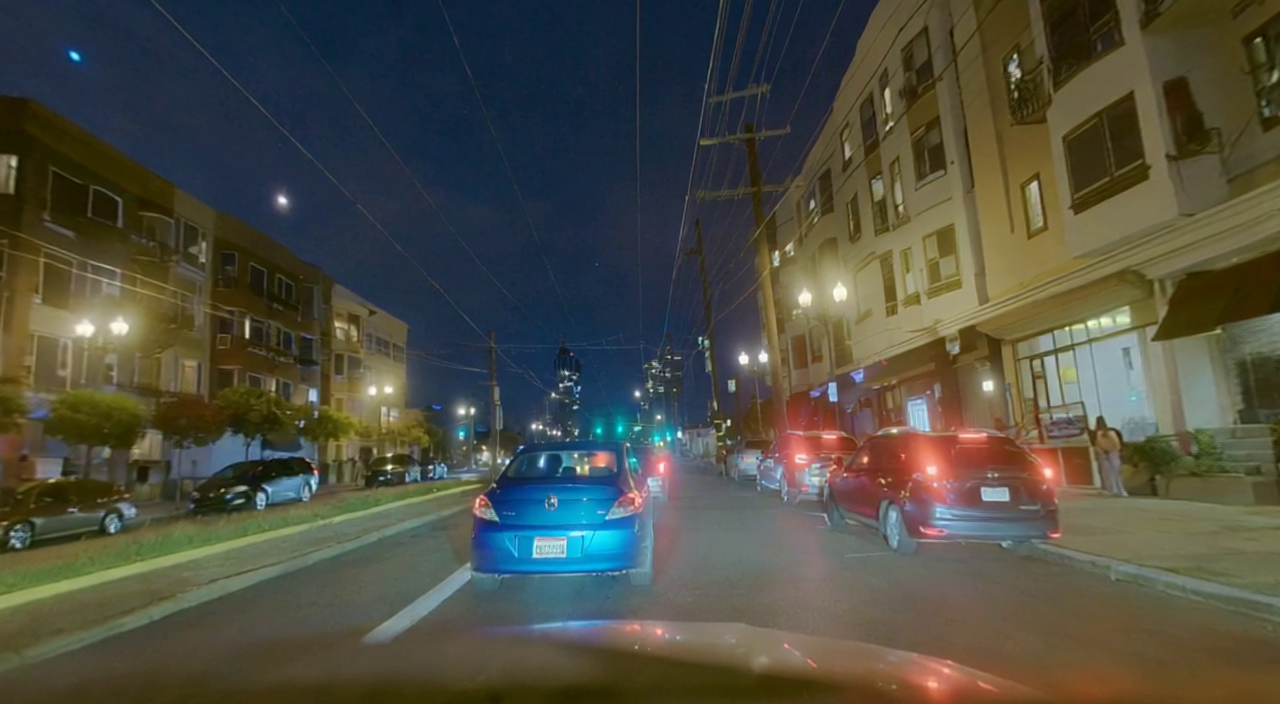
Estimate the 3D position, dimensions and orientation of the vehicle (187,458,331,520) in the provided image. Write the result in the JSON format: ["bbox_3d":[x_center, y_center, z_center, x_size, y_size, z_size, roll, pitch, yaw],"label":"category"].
[{"bbox_3d":[-11.856,4.233,20.044,1.868,1.491,4.367,-5,-8,0],"label":"vehicle"}]

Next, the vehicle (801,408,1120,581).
[{"bbox_3d":[3.793,1.761,8.614,1.967,1.721,4.410,0,-8,-1],"label":"vehicle"}]

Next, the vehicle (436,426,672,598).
[{"bbox_3d":[-0.711,1.714,7.772,2.019,1.453,4.603,0,-8,1],"label":"vehicle"}]

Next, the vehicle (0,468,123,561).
[{"bbox_3d":[-11.911,2.903,11.021,1.850,1.487,4.711,-3,-8,-1],"label":"vehicle"}]

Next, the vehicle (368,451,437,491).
[{"bbox_3d":[-11.921,5.944,31.942,2.011,1.687,4.079,-4,-8,-2],"label":"vehicle"}]
